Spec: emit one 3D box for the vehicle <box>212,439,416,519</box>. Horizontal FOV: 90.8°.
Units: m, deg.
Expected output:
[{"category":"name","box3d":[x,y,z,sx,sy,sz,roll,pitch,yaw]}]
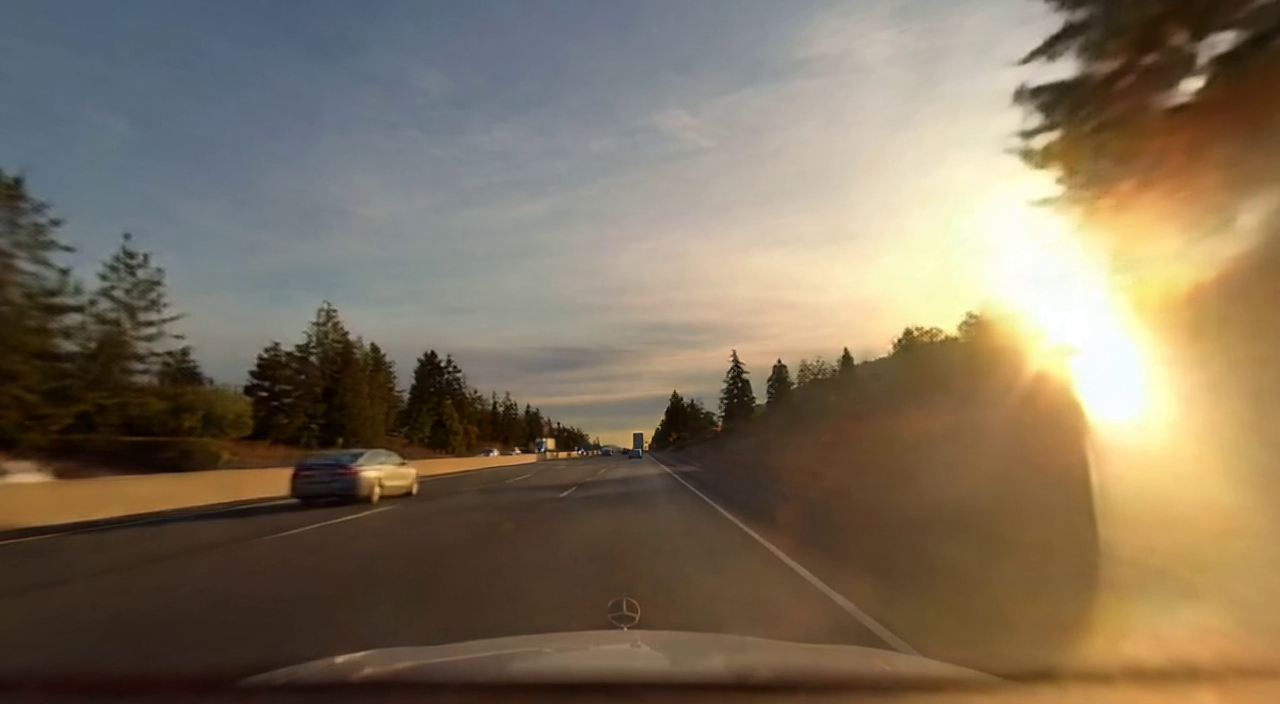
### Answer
[{"category":"vehicle","box3d":[-7.456,2.949,15.252,2.179,1.577,5.070,0,-9,1]}]
